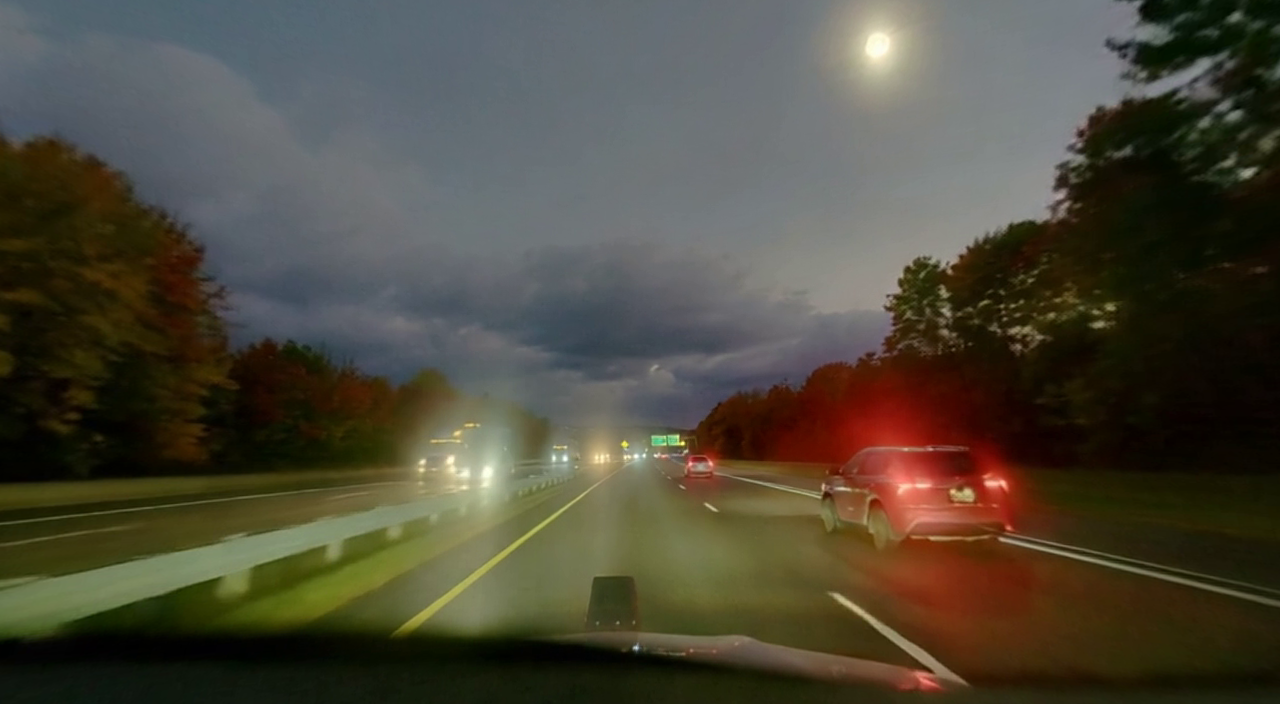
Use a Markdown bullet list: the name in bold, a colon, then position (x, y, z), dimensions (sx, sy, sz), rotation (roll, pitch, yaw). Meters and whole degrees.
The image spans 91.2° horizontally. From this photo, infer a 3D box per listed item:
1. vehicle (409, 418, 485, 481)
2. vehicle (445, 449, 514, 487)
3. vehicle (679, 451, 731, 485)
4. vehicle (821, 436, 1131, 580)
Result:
- **vehicle**: position (-13.365, 6.821, 44.028), dimensions (3.253, 4.062, 6.069), rotation (0, -9, 1)
- **vehicle**: position (-8.669, 6.305, 34.520), dimensions (2.302, 1.921, 5.655), rotation (0, -9, 0)
- **vehicle**: position (3.133, 5.687, 31.122), dimensions (2.070, 1.546, 4.648), rotation (0, -9, 0)
- **vehicle**: position (4.358, 2.063, 9.113), dimensions (2.119, 1.557, 4.163), rotation (0, -9, -1)
